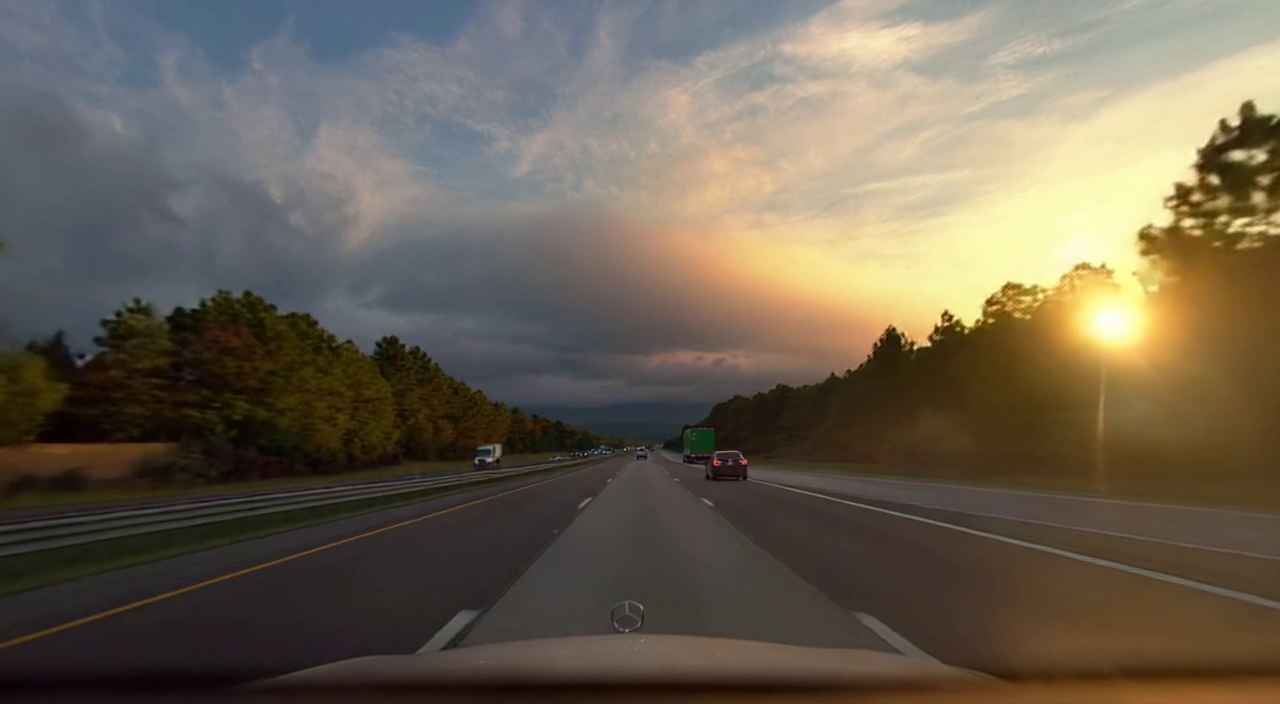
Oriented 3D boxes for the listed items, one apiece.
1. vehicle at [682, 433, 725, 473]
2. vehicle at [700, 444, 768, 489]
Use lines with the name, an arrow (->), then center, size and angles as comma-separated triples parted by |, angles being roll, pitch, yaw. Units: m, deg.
vehicle -> 4.286, 6.973, 43.768 | 2.300, 2.564, 5.643 | 0, -9, -1
vehicle -> 3.558, 4.416, 24.602 | 2.019, 1.601, 3.953 | 0, -9, -1
